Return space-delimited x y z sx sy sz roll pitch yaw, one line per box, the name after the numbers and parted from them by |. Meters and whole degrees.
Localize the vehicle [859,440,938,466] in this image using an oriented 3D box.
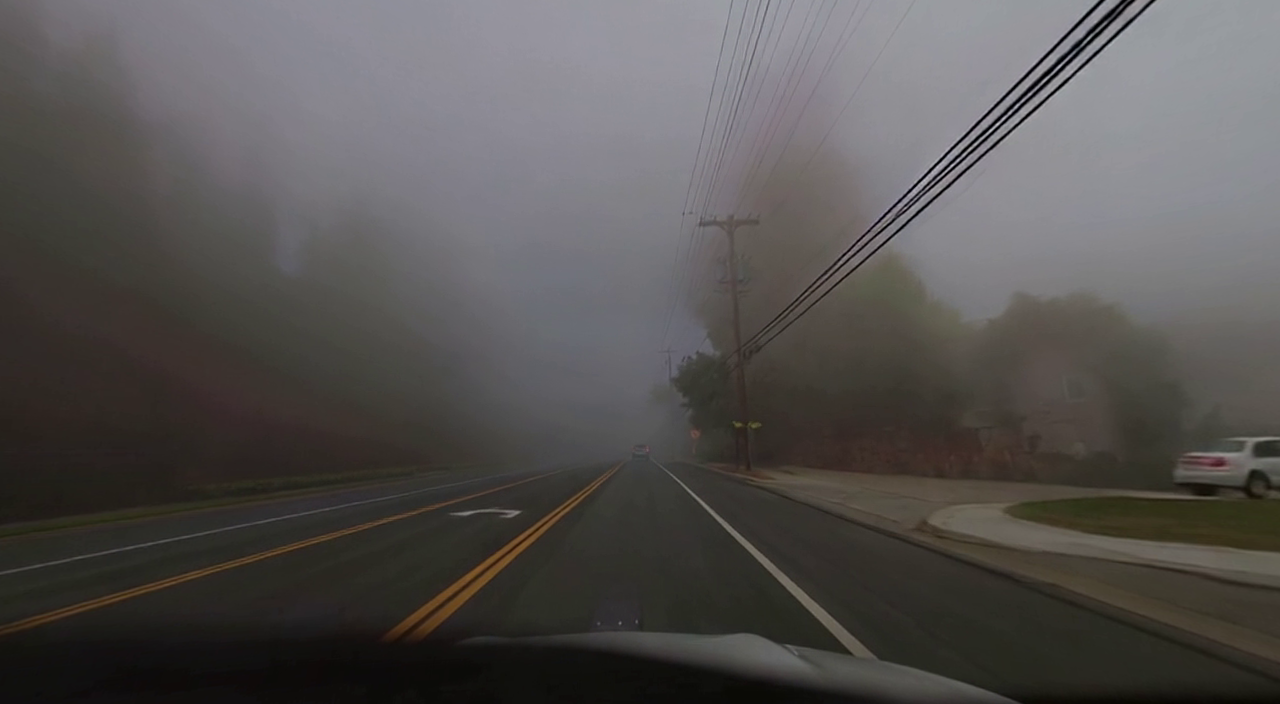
16.341 6.438 39.890 4.153 1.442 1.822 -2 -11 0 | vehicle

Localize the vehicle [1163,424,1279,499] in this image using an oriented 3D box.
14.446 2.403 13.992 3.855 1.548 1.937 0 -8 0 | vehicle
